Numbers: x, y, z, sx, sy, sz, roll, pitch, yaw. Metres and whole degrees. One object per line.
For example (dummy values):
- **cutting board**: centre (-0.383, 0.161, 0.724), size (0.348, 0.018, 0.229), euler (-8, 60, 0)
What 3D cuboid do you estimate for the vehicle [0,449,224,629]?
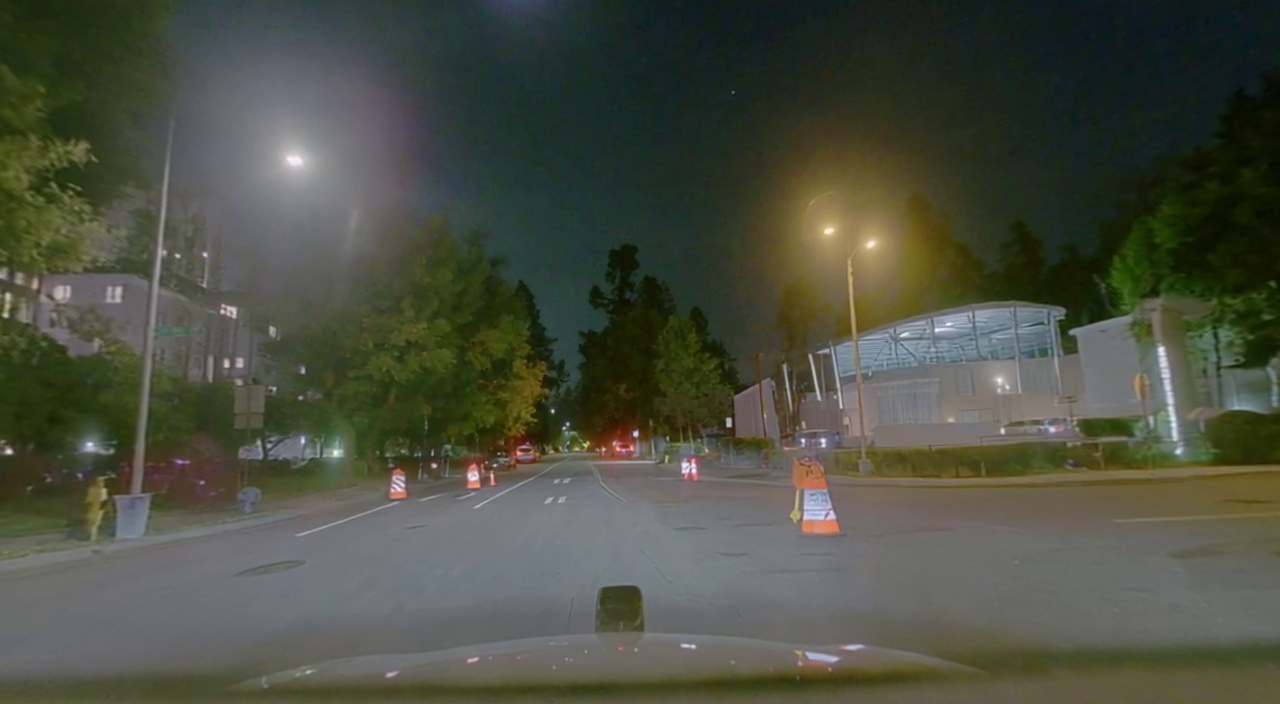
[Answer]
- **vehicle**: centre (-7.625, 1.780, 5.855), size (2.961, 1.701, 7.563), euler (1, -8, -5)
